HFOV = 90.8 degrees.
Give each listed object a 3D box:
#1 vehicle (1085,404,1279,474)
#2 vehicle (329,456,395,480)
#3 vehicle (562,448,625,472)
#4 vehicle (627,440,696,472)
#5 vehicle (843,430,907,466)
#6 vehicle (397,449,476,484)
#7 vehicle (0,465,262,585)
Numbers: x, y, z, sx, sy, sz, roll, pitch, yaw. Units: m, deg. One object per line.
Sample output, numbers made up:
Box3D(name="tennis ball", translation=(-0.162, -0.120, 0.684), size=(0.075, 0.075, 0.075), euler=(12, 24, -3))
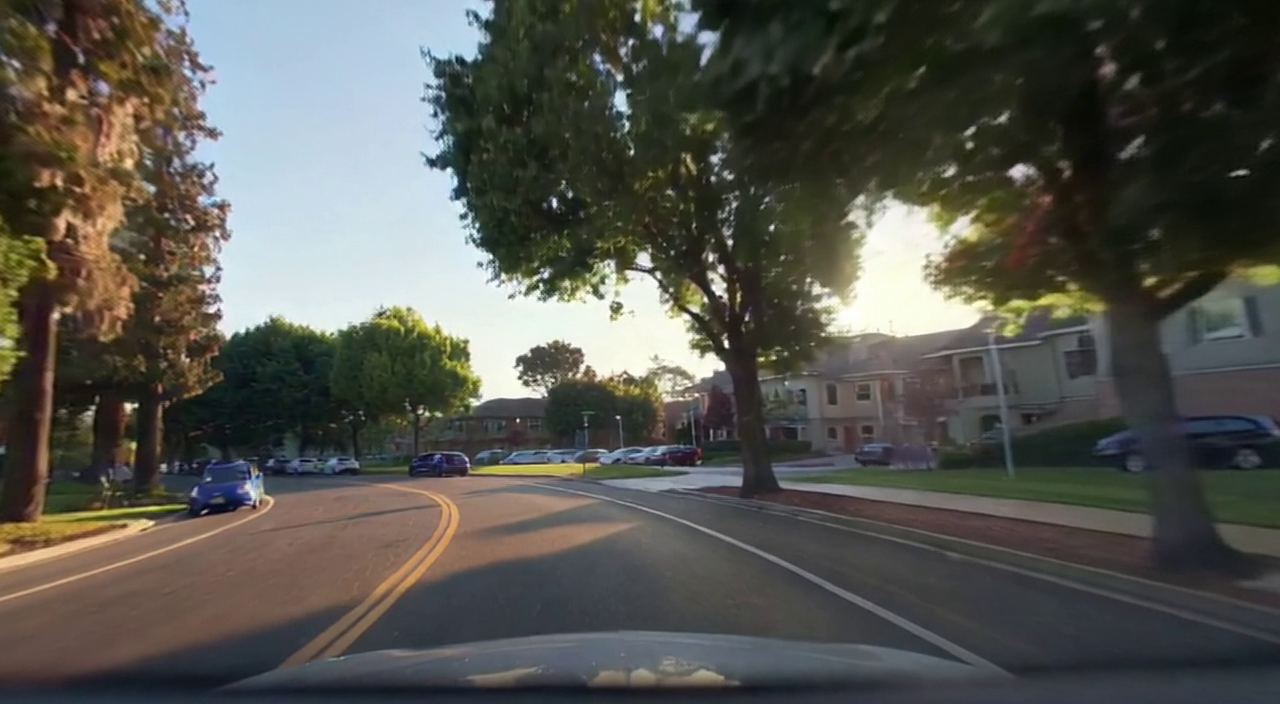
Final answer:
Box3D(name="vehicle", translation=(14.102, 2.230, 16.106), size=(4.308, 1.433, 1.871), euler=(-9, -8, 33))
Box3D(name="vehicle", translation=(-19.623, 8.099, 44.462), size=(4.611, 1.519, 2.053), euler=(-6, -10, 34))
Box3D(name="vehicle", translation=(-3.113, 7.398, 43.338), size=(2.036, 1.517, 4.225), euler=(-7, -11, 36))
Box3D(name="vehicle", translation=(1.460, 6.616, 40.548), size=(2.229, 1.723, 4.372), euler=(-6, -7, 38))
Box3D(name="vehicle", translation=(12.191, 4.931, 32.591), size=(1.900, 1.711, 4.666), euler=(-6, -10, 35))
Box3D(name="vehicle", translation=(-12.223, 6.754, 37.752), size=(5.202, 1.817, 2.042), euler=(-6, -10, 42))
Box3D(name="vehicle", translation=(-9.793, 2.961, 11.806), size=(2.772, 1.161, 7.241), euler=(-1, -7, -15))
